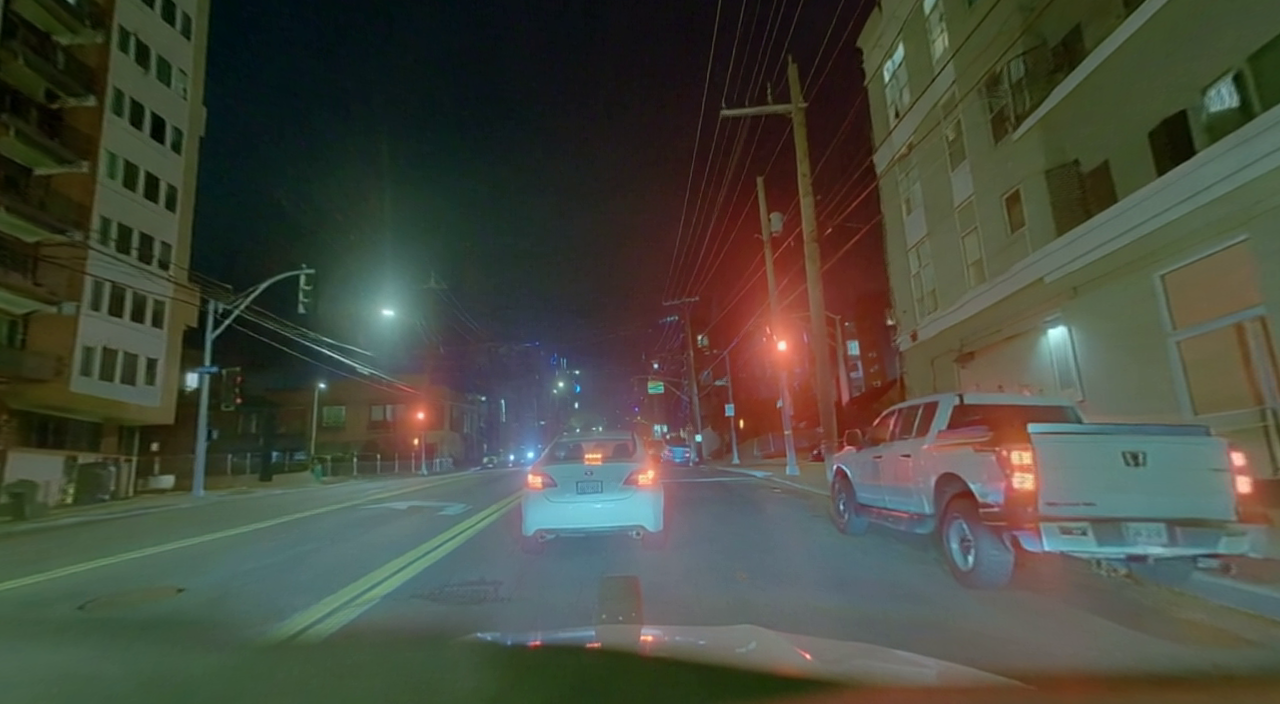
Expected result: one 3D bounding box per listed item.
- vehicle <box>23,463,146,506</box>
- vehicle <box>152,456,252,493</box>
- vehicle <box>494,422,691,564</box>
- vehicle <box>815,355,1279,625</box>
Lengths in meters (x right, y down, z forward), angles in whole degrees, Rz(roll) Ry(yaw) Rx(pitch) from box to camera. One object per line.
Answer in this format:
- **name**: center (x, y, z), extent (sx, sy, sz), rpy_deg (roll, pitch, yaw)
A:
- **vehicle**: center (-24.771, 5.902, 28.250), extent (3.891, 1.538, 1.698), rpy_deg (-4, -11, 0)
- **vehicle**: center (-25.365, 7.111, 36.707), extent (4.337, 1.739, 1.981), rpy_deg (-5, -11, 1)
- **vehicle**: center (-0.486, 1.761, 8.630), extent (2.019, 1.453, 4.129), rpy_deg (0, -8, 0)
- **vehicle**: center (3.837, 1.351, 7.121), extent (2.248, 1.945, 5.011), rpy_deg (0, -8, 0)
